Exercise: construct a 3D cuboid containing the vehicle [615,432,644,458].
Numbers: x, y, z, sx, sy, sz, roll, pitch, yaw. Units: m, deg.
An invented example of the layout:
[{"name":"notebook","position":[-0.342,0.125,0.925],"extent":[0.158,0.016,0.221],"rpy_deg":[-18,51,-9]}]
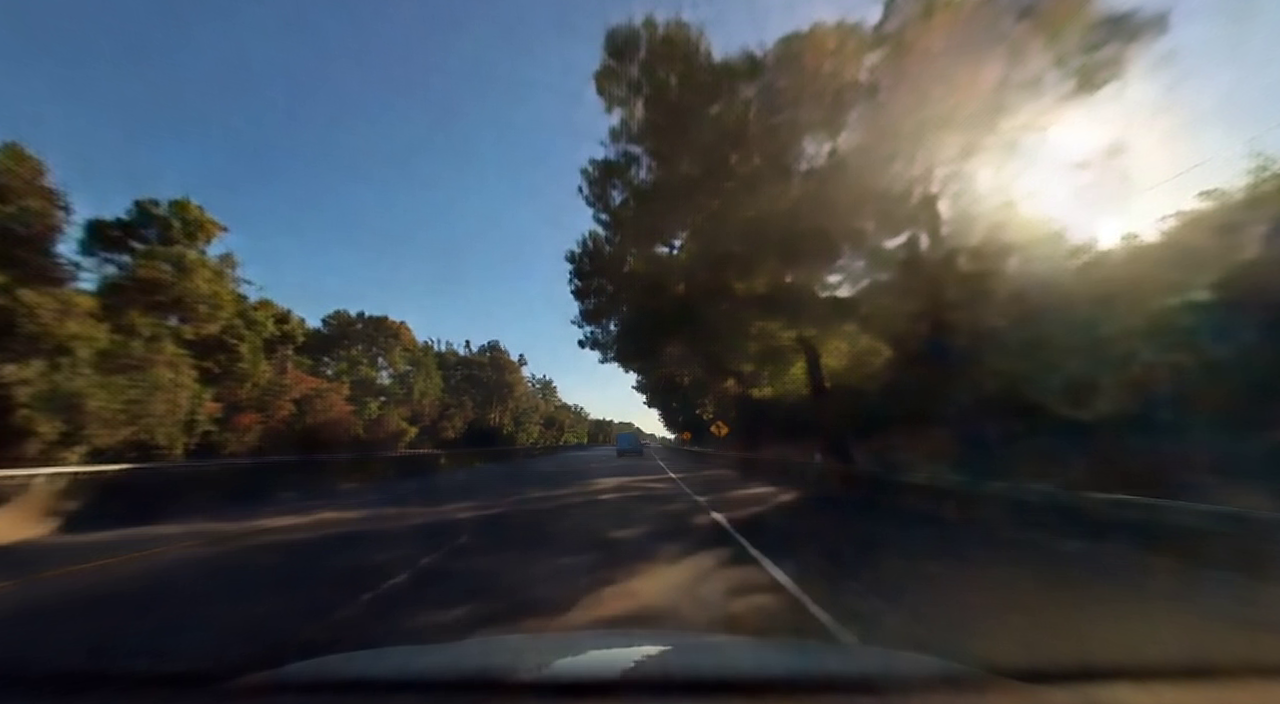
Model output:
[{"name":"vehicle","position":[-0.747,6.951,47.277],"extent":[2.041,1.856,4.353],"rpy_deg":[0,-8,0]}]
